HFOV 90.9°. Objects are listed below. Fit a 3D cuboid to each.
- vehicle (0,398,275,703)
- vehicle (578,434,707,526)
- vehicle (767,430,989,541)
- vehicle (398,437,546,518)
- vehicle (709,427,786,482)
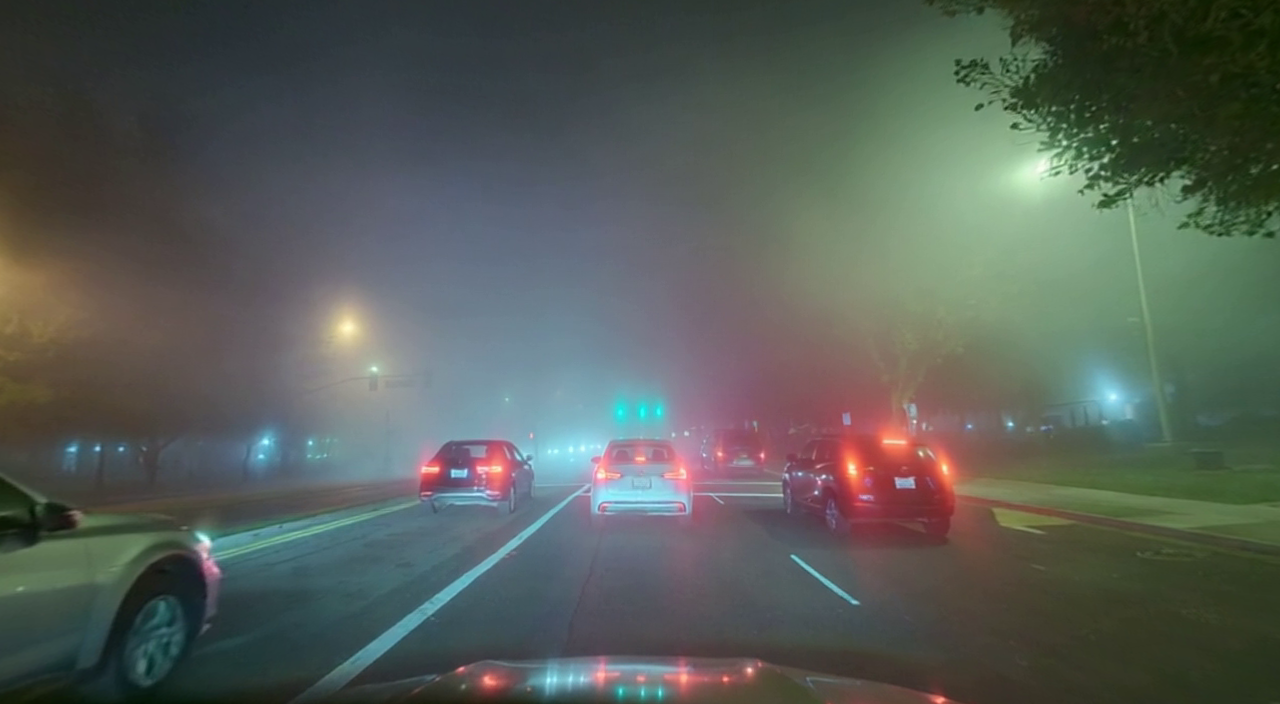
[{"bbox_3d":[-3.342,0.832,1.693,2.038,1.481,4.379,0,-8,1],"label":"vehicle"},{"bbox_3d":[-0.021,2.385,12.324,2.101,1.480,3.929,0,-8,-2],"label":"vehicle"},{"bbox_3d":[3.729,2.163,10.930,1.990,1.486,4.431,0,-8,-2],"label":"vehicle"},{"bbox_3d":[-3.419,2.618,13.715,2.002,1.465,4.098,0,-8,1],"label":"vehicle"},{"bbox_3d":[4.199,4.119,25.591,2.142,1.957,5.443,0,-8,0],"label":"vehicle"}]
